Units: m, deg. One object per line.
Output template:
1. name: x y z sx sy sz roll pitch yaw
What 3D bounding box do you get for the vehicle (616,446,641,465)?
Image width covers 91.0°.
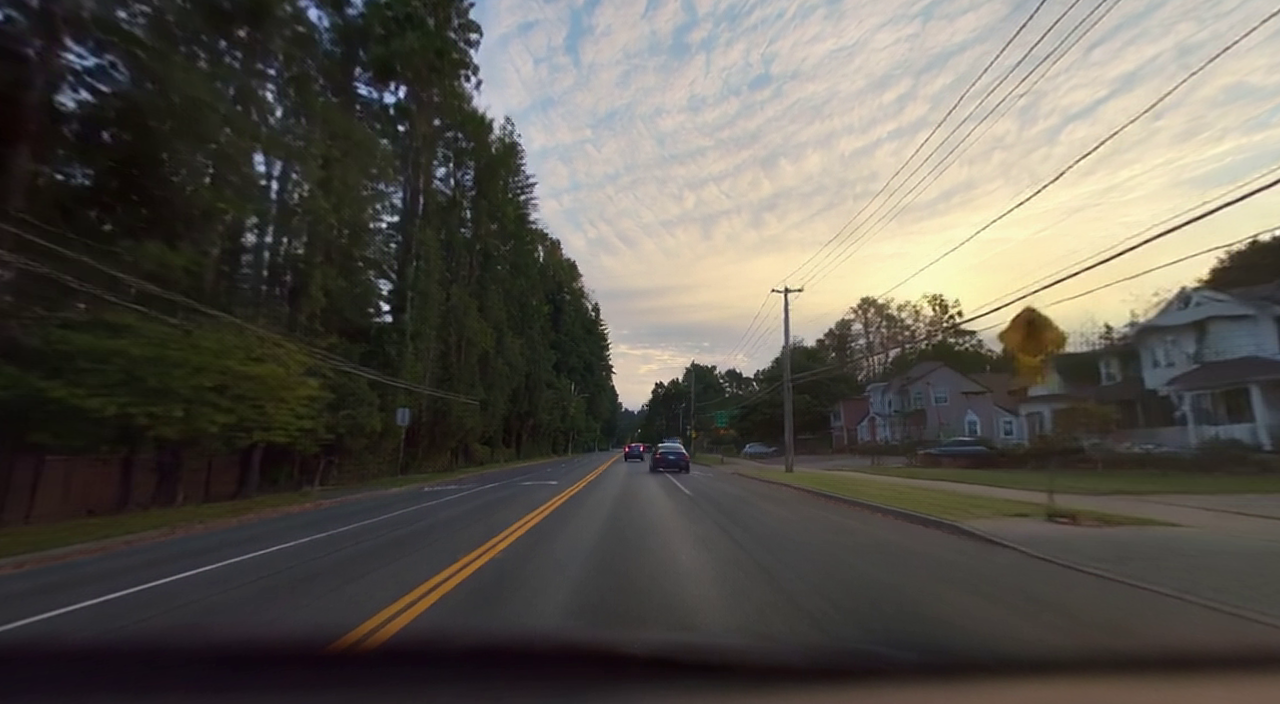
1. vehicle: -0.882 8.219 49.919 1.927 1.453 3.848 0 -9 0

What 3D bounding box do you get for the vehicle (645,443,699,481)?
1. vehicle: 1.283 4.701 27.140 1.975 1.497 3.647 0 -9 -3
